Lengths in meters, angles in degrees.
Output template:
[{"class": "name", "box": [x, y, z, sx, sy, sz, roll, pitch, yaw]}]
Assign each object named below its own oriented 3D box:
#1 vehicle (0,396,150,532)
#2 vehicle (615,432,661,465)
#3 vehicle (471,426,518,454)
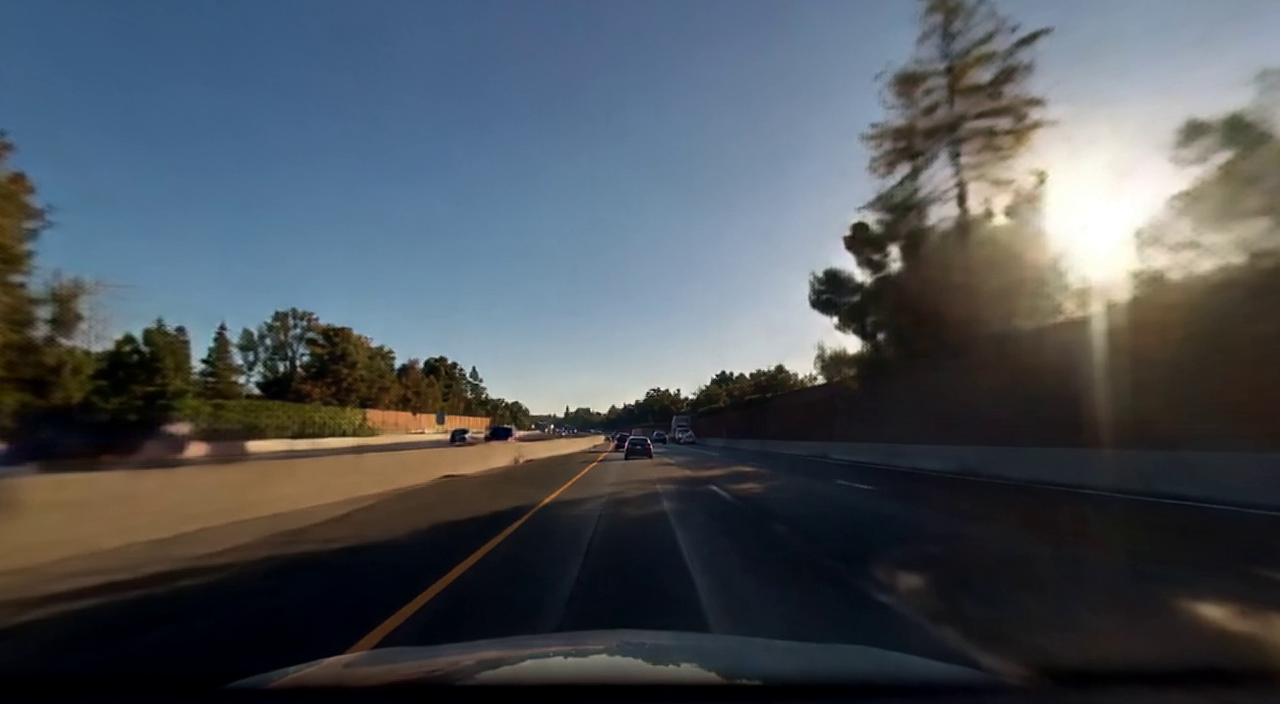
[{"class": "vehicle", "box": [-8.143, 1.290, 7.264, 1.941, 1.506, 3.768, -1, -8, 0]}, {"class": "vehicle", "box": [-0.132, 4.738, 31.229, 2.119, 1.480, 4.000, 0, -8, -1]}, {"class": "vehicle", "box": [-9.371, 5.677, 40.810, 2.099, 1.679, 4.047, -1, -8, 0]}]
